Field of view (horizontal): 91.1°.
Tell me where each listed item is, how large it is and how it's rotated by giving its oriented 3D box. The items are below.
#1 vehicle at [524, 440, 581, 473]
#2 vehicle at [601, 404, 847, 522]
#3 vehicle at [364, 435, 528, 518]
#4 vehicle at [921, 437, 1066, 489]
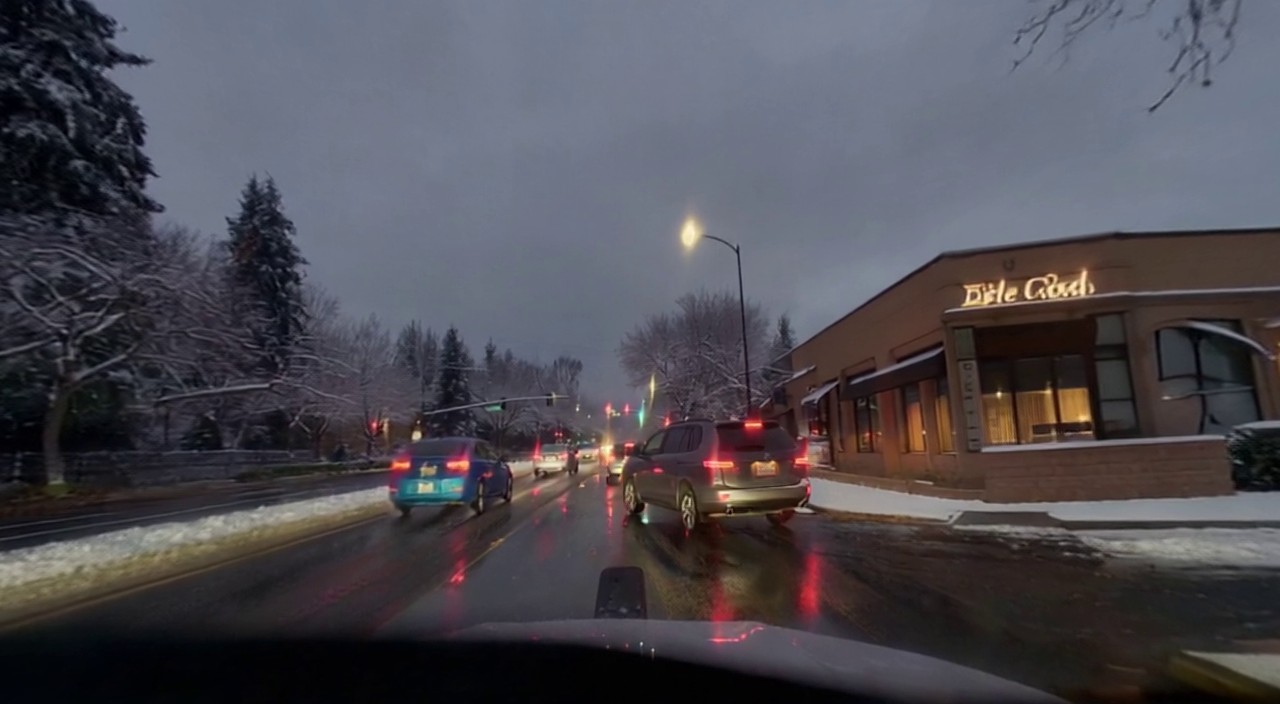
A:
[{"bbox_3d":[-4.073,4.937,29.887,2.042,1.470,4.123,0,-8,1],"label":"vehicle"},{"bbox_3d":[1.545,2.211,12.927,4.642,1.955,2.052,-8,-12,43],"label":"vehicle"},{"bbox_3d":[-3.890,2.564,13.511,2.026,1.466,4.282,0,-8,2],"label":"vehicle"},{"bbox_3d":[12.285,3.883,22.035,3.871,1.525,1.835,-3,-9,0],"label":"vehicle"}]
